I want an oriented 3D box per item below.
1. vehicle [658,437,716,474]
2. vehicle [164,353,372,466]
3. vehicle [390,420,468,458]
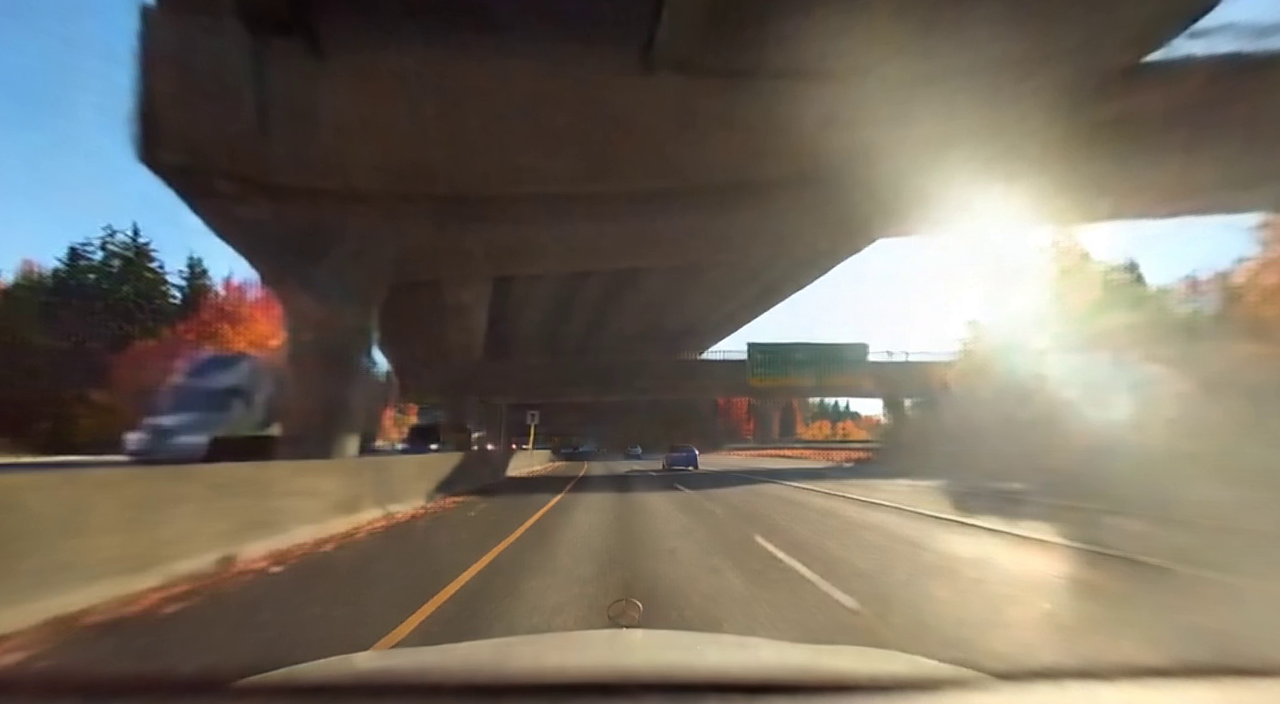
[{"bbox_3d":[2.189,5.025,30.461,2.337,1.633,4.222,0,-9,-2],"label":"vehicle"},{"bbox_3d":[-13.878,2.524,24.664,2.932,3.621,8.904,0,-9,-2],"label":"vehicle"},{"bbox_3d":[-9.880,4.173,29.842,2.221,1.667,4.696,0,-9,-2],"label":"vehicle"}]
